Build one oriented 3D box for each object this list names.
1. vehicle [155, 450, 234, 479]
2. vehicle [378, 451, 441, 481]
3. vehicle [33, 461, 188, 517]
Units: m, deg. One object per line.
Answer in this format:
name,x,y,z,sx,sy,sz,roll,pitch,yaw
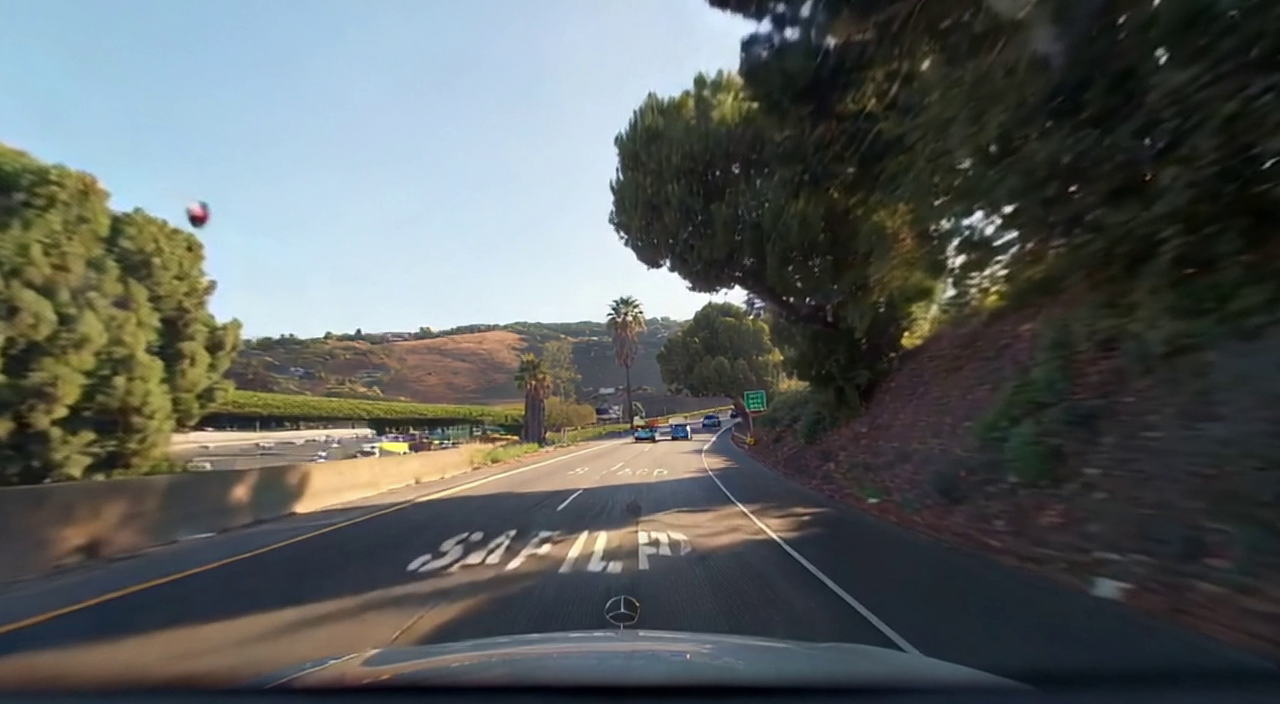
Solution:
vehicle,-31.791,8.015,45.288,2.098,1.856,4.746,-1,-8,2
vehicle,-15.040,7.434,41.488,2.227,1.760,4.507,-1,-8,3
vehicle,-19.613,5.051,23.723,1.956,1.716,4.330,-1,-8,2
